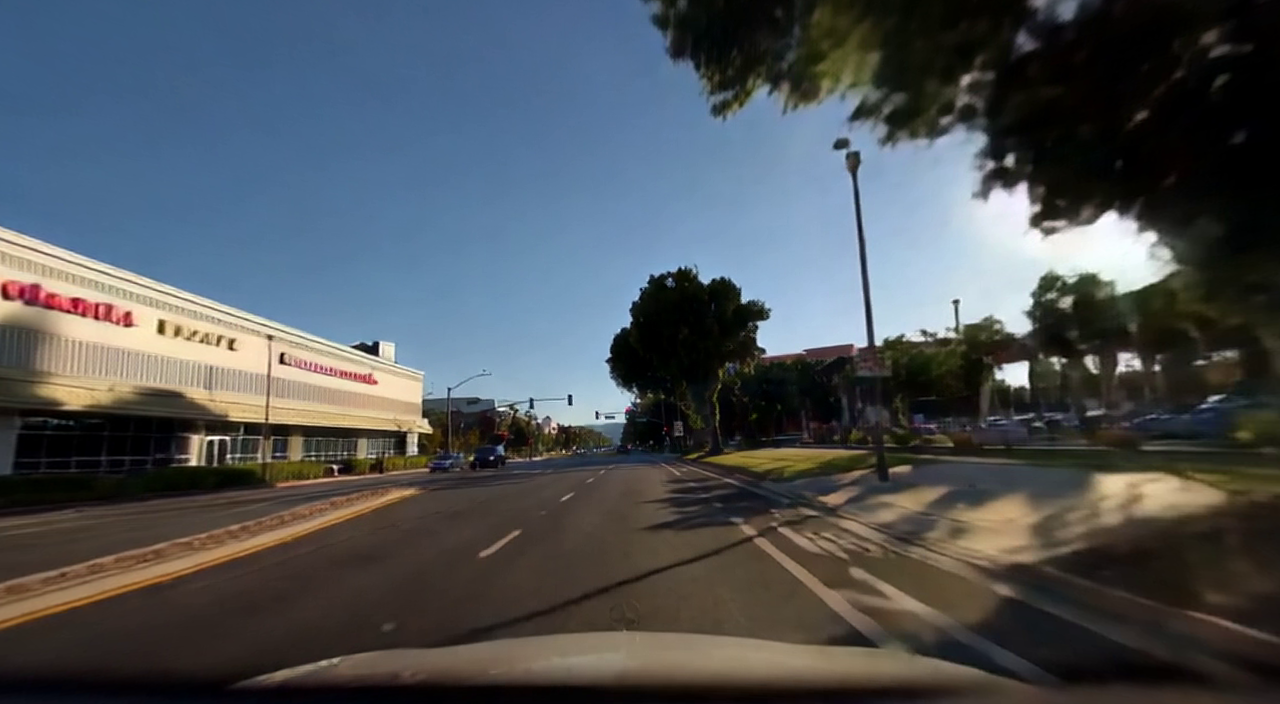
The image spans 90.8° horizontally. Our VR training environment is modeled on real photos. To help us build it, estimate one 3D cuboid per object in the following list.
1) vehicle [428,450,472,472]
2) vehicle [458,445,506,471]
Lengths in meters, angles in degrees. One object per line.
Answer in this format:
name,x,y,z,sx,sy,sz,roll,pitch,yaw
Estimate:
vehicle,-14.207,8.163,47.412,2.026,1.521,4.045,0,-9,1
vehicle,-10.350,6.955,41.653,2.026,1.577,4.334,-2,-9,0
